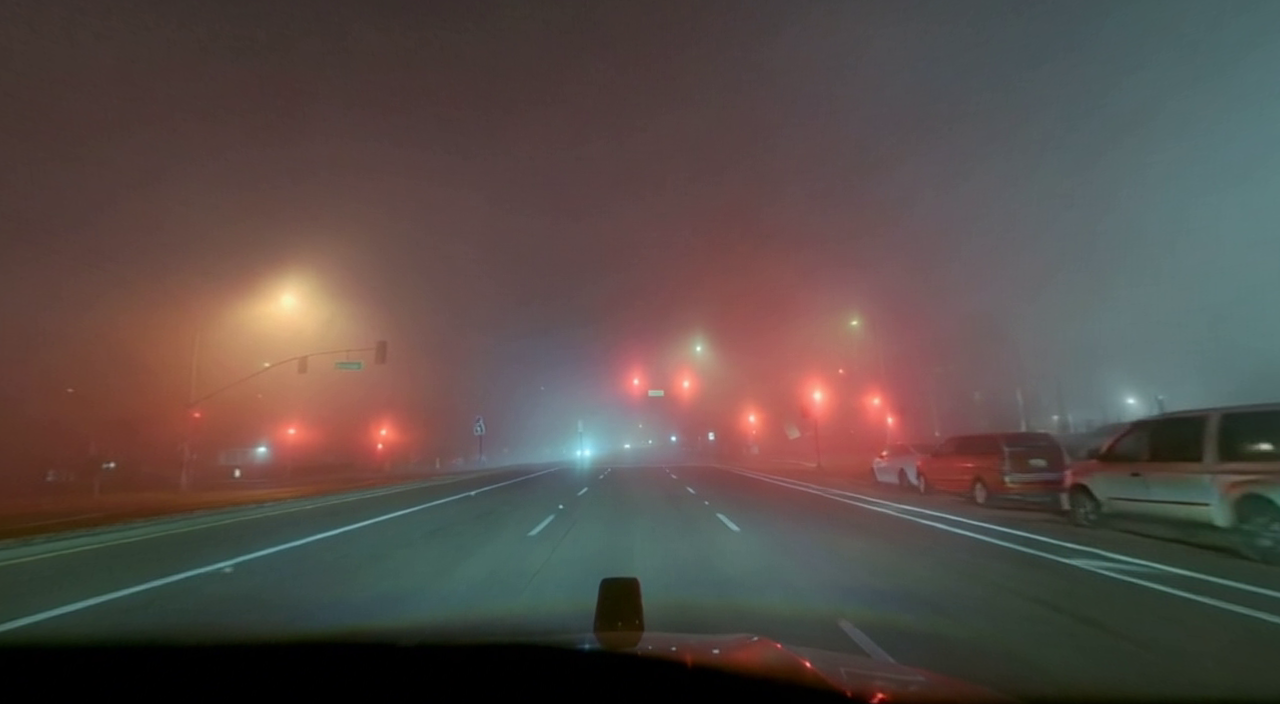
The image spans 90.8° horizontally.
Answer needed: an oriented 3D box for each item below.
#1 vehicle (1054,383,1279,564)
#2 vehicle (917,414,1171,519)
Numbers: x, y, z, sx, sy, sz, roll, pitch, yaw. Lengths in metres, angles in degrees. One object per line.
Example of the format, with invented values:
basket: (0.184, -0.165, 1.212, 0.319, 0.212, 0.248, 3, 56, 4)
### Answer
vehicle: (7.790, 1.404, 7.504, 2.130, 1.877, 5.334, 0, -9, 0)
vehicle: (7.908, 2.293, 13.132, 2.063, 1.749, 4.776, 0, -9, 0)
